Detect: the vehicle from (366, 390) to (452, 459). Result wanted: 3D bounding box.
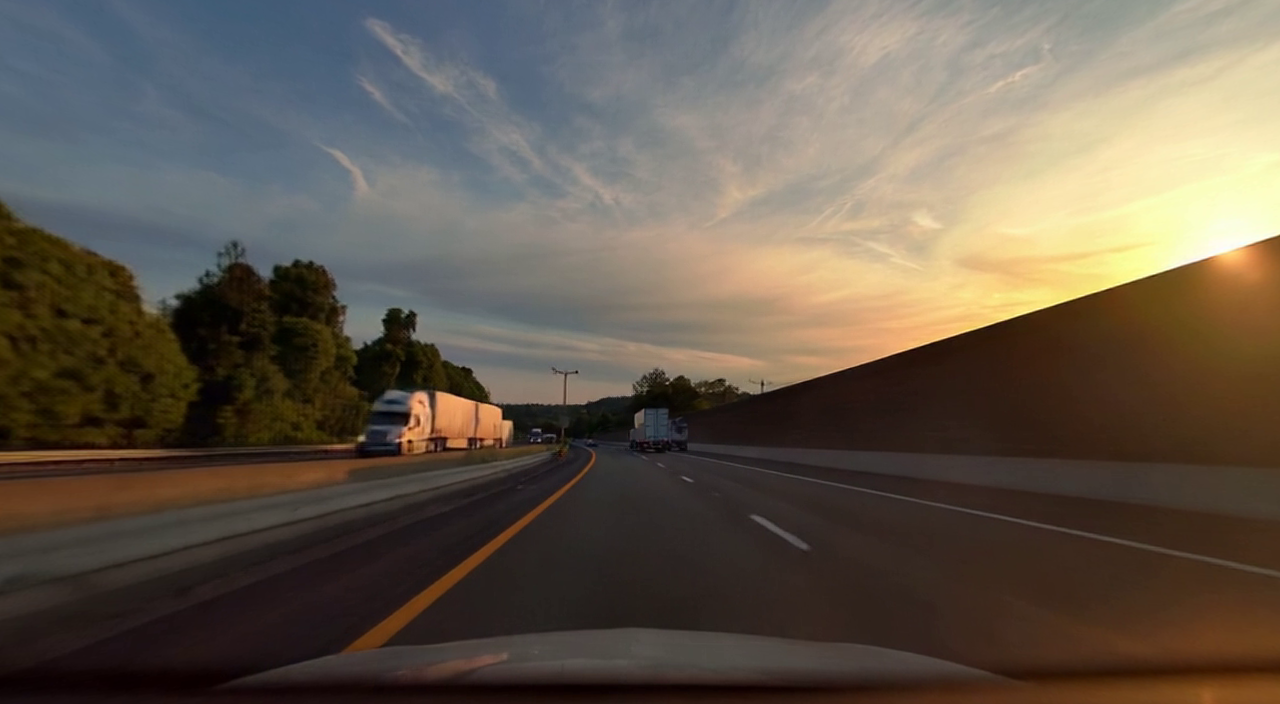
[{"bbox_3d":[-13.821,4.474,38.222,2.962,3.832,5.796,0,-8,0],"label":"vehicle"}]
